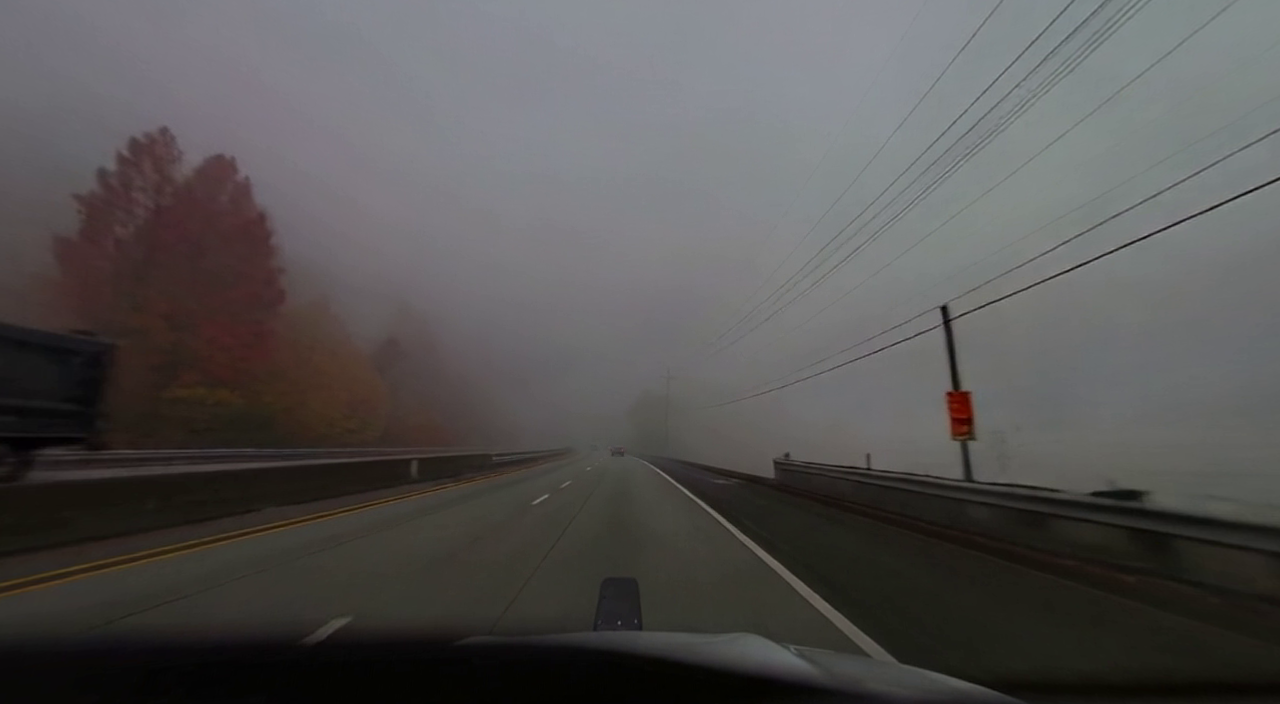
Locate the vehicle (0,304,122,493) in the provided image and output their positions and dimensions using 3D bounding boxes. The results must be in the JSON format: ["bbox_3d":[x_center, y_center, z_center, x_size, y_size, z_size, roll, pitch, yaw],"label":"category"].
[{"bbox_3d":[-15.459,0.429,9.849,2.967,4.109,13.823,0,-9,-1],"label":"vehicle"}]
